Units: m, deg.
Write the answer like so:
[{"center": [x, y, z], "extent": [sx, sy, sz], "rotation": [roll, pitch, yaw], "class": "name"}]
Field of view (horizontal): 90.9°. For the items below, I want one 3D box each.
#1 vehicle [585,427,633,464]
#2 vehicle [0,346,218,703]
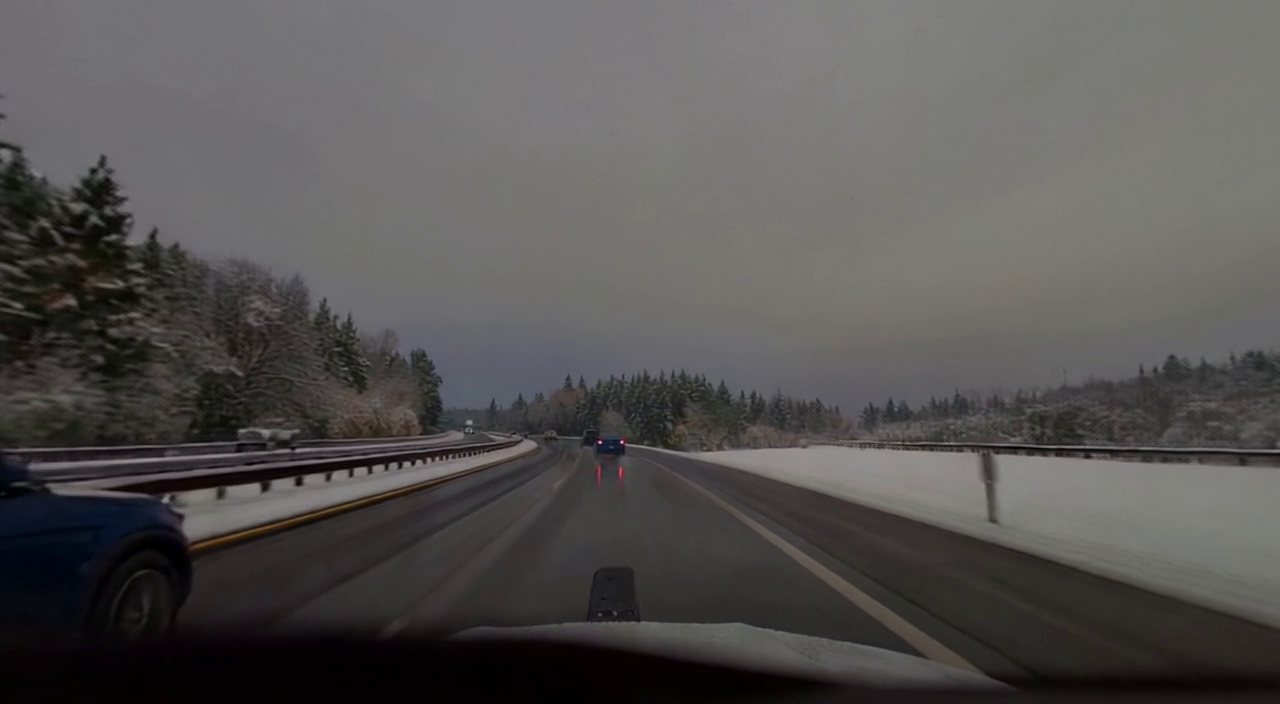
[{"center": [-1.723, 5.071, 34.308], "extent": [2.452, 1.857, 4.022], "rotation": [1, -8, -4], "class": "vehicle"}, {"center": [-4.174, 0.785, 2.253], "extent": [2.053, 1.847, 4.760], "rotation": [0, -8, -1], "class": "vehicle"}]
